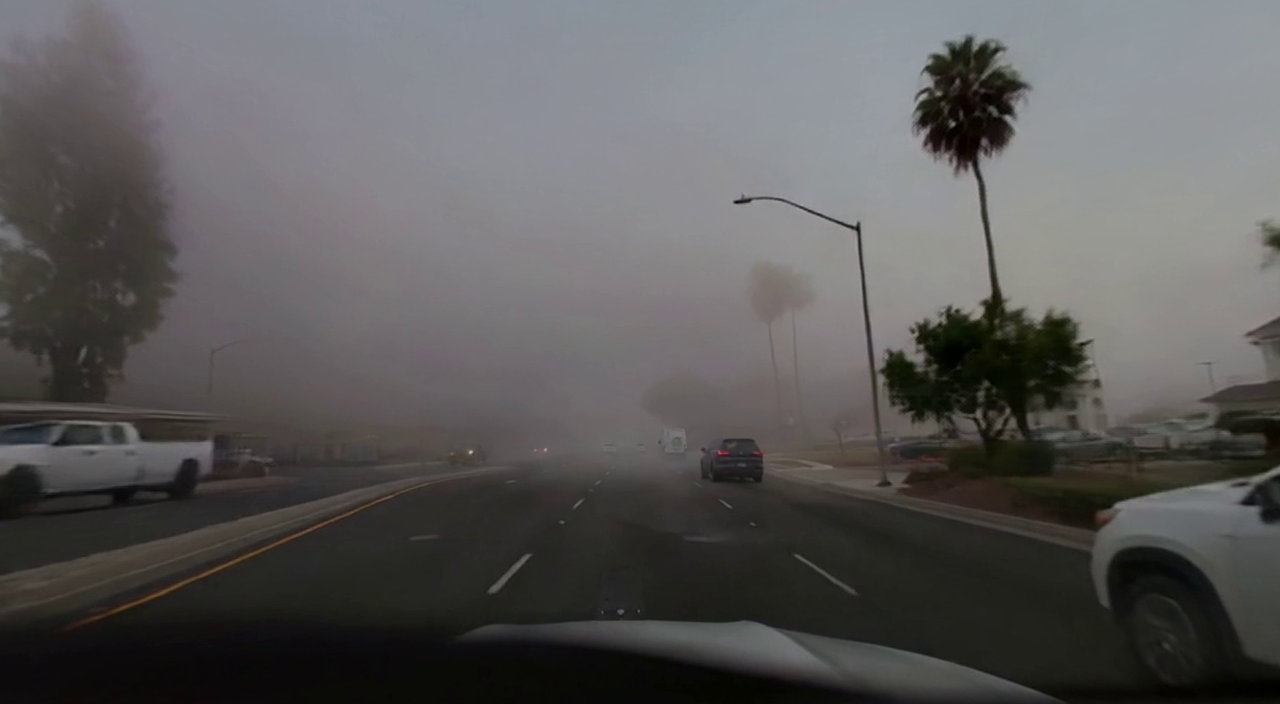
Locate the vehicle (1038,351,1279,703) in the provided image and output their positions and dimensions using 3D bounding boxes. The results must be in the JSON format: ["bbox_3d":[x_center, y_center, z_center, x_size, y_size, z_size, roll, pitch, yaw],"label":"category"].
[{"bbox_3d":[3.632,0.748,1.890,2.084,1.682,4.148,0,-8,-1],"label":"vehicle"}]

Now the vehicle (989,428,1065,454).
[{"bbox_3d":[23.973,5.561,39.130,1.795,1.516,3.829,2,-9,-13],"label":"vehicle"}]

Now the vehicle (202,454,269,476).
[{"bbox_3d":[-30.066,8.403,46.964,1.820,1.454,4.709,0,-8,0],"label":"vehicle"}]

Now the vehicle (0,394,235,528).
[{"bbox_3d":[-15.293,2.898,17.230,3.083,2.852,7.976,0,-8,0],"label":"vehicle"}]

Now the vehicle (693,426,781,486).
[{"bbox_3d":[3.330,3.708,22.696,2.244,1.901,4.561,0,-8,-3],"label":"vehicle"}]
